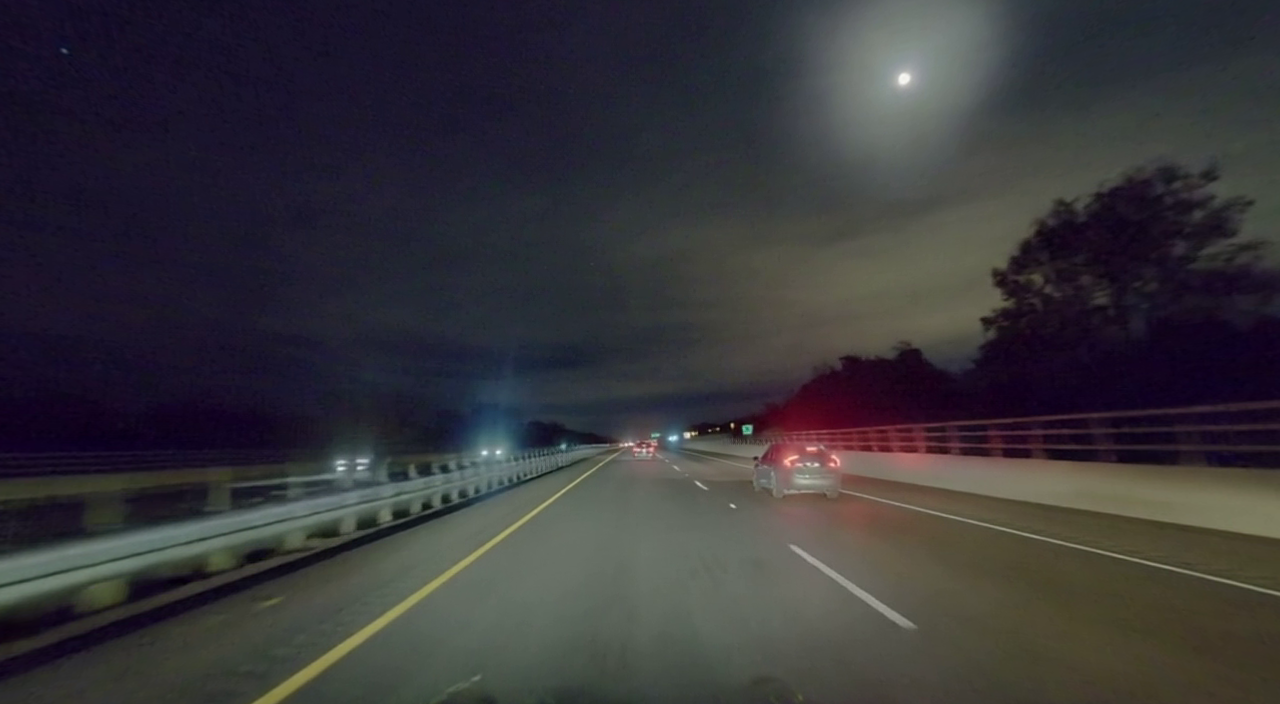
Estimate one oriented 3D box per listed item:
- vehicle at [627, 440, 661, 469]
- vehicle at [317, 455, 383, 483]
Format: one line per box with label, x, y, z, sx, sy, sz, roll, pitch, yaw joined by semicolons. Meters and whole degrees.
vehicle;0.238;6.502;40.195;2.059;1.696;4.165;0;-8;0
vehicle;-17.315;6.974;37.811;1.836;1.478;4.655;0;-8;-1
